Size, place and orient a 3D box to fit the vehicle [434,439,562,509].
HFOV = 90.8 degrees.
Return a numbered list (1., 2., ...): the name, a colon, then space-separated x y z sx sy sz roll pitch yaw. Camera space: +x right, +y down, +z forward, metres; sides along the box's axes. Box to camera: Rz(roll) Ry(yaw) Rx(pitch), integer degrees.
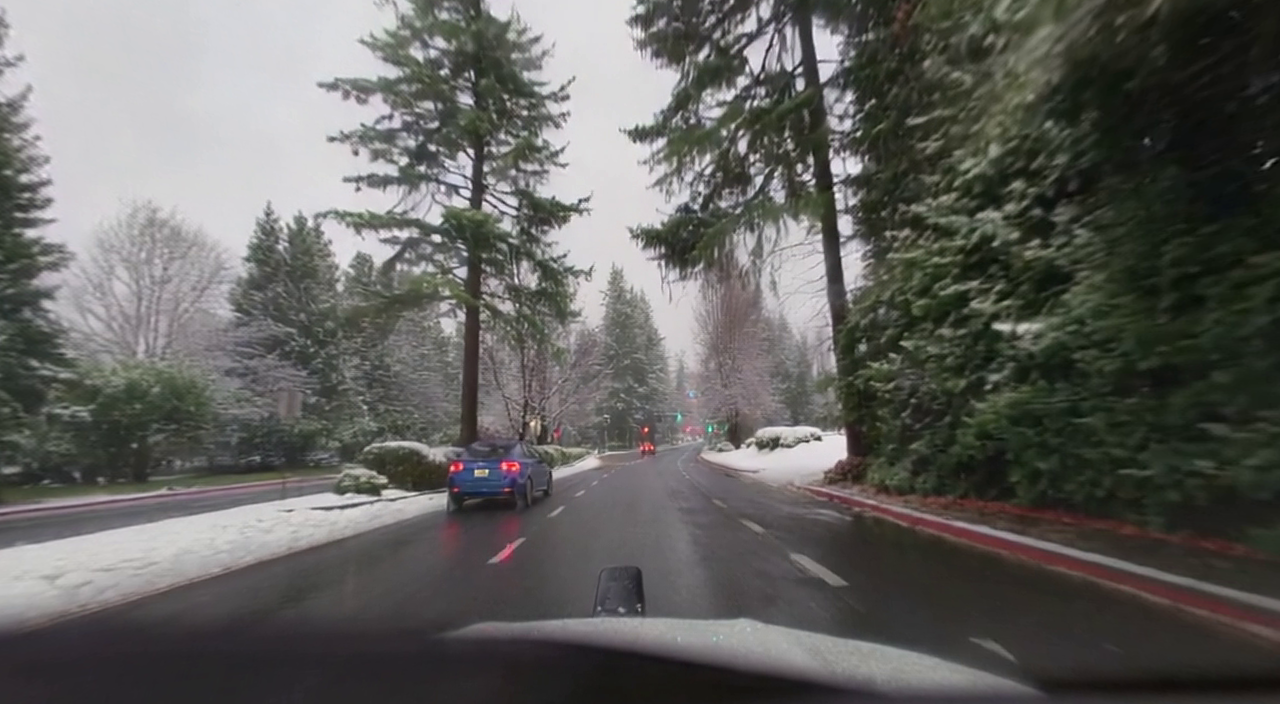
1. vehicle: -3.322 2.959 15.864 2.038 1.486 4.678 0 -9 1
